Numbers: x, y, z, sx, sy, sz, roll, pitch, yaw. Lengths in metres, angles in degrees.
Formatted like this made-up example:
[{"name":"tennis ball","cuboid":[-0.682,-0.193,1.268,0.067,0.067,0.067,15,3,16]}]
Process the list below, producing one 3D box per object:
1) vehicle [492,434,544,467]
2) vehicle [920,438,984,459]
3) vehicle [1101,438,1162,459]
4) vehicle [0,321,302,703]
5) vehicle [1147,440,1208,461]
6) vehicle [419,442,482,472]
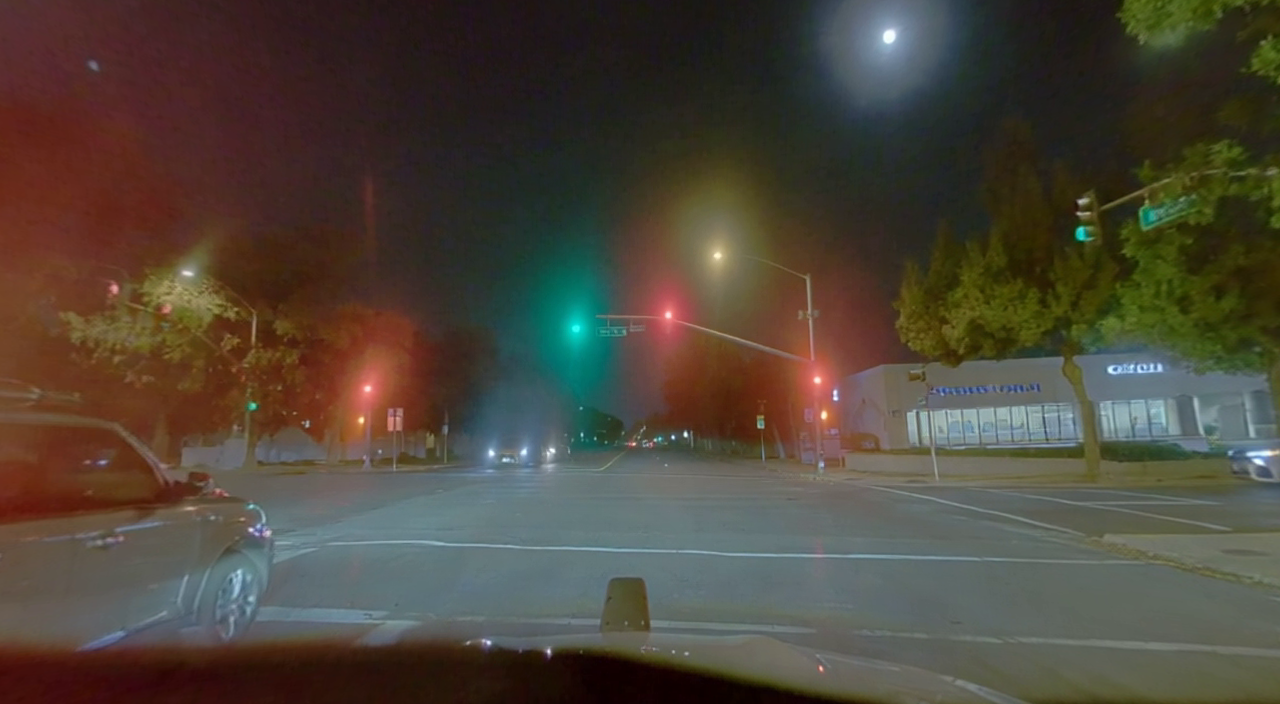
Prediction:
[{"name":"vehicle","cuboid":[-7.165,5.854,37.469,2.081,1.818,4.782,0,-8,1]},{"name":"vehicle","cuboid":[21.486,6.651,43.385,3.576,1.425,1.702,2,-9,-12]},{"name":"vehicle","cuboid":[38.485,7.554,49.493,1.837,1.514,4.786,-2,-9,13]},{"name":"vehicle","cuboid":[-3.472,0.758,2.273,2.000,1.789,4.638,0,-8,-2]},{"name":"vehicle","cuboid":[41.165,7.597,48.357,1.767,1.456,4.191,-5,-11,15]},{"name":"vehicle","cuboid":[-10.634,5.913,35.717,2.041,1.548,4.868,0,-8,0]}]
